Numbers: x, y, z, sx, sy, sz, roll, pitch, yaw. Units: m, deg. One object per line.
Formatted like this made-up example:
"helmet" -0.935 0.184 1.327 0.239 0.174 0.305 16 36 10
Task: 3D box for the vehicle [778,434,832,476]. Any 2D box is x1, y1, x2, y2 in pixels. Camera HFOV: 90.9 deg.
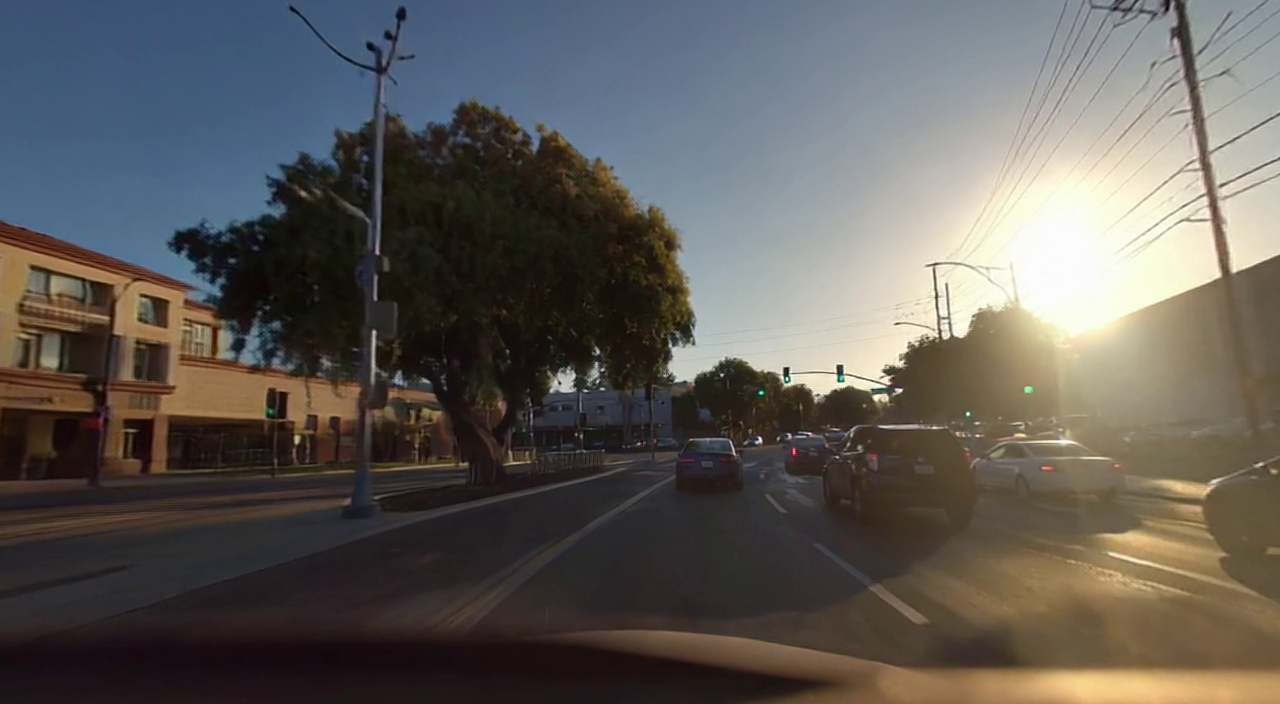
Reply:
"vehicle" 7.052 4.423 27.274 1.896 1.612 4.203 -2 -9 10

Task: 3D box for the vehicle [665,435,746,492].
"vehicle" 2.090 3.341 19.257 2.168 1.527 4.174 -1 -9 8

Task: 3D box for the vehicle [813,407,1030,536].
"vehicle" 4.673 2.067 11.486 2.119 1.810 4.848 -1 -9 6

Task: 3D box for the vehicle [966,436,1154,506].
"vehicle" 10.077 2.854 15.667 1.882 1.463 4.543 -1 -9 6
